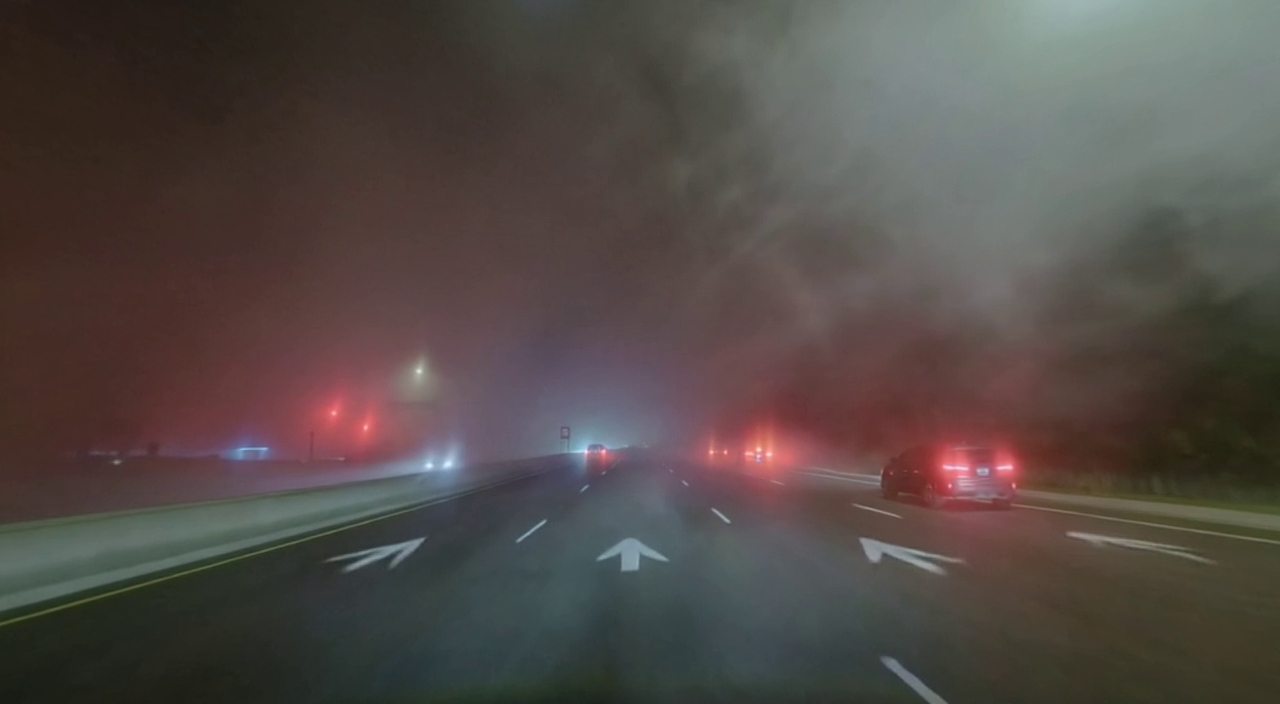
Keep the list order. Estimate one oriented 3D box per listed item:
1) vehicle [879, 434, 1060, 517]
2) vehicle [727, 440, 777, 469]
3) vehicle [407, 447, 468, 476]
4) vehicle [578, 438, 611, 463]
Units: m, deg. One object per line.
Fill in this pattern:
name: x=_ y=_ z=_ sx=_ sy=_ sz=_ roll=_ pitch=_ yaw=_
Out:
vehicle: x=6.806 y=2.559 z=13.573 sx=1.838 sy=1.518 sz=3.713 roll=0 pitch=-8 yaw=-1
vehicle: x=6.434 y=5.940 z=36.837 sx=1.987 sy=1.597 sz=4.463 roll=0 pitch=-8 yaw=-1
vehicle: x=-11.179 y=6.049 z=35.188 sx=1.973 sy=1.536 sz=3.872 roll=0 pitch=-8 yaw=3
vehicle: x=-3.439 y=7.549 z=48.538 sx=2.230 sy=1.827 sz=4.406 roll=0 pitch=-8 yaw=0
